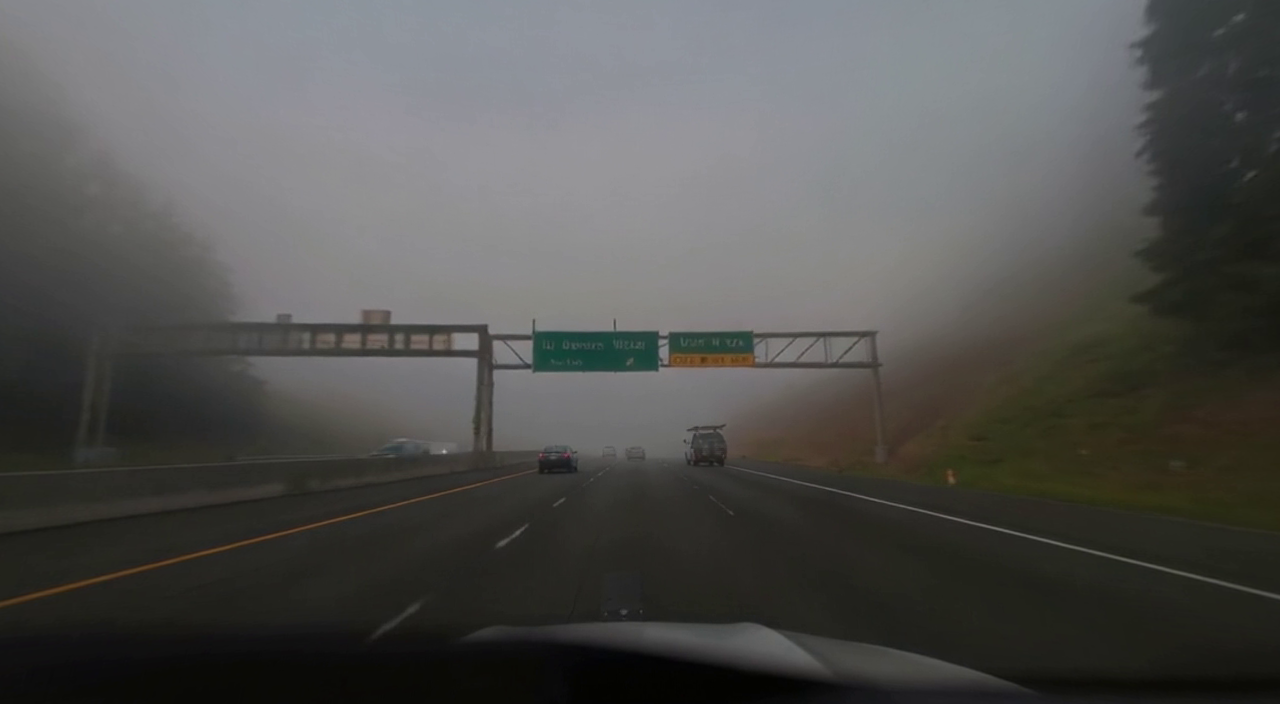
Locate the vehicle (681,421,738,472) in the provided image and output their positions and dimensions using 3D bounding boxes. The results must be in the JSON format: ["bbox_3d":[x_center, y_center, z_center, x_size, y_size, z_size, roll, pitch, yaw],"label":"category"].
[{"bbox_3d":[3.766,5.314,35.367,2.361,2.636,5.684,0,-9,-1],"label":"vehicle"}]

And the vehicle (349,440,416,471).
[{"bbox_3d":[-12.331,4.975,30.458,1.668,1.382,3.740,0,-9,0],"label":"vehicle"}]

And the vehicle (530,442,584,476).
[{"bbox_3d":[-4.029,5.327,31.477,2.054,1.529,4.368,0,-9,1],"label":"vehicle"}]
